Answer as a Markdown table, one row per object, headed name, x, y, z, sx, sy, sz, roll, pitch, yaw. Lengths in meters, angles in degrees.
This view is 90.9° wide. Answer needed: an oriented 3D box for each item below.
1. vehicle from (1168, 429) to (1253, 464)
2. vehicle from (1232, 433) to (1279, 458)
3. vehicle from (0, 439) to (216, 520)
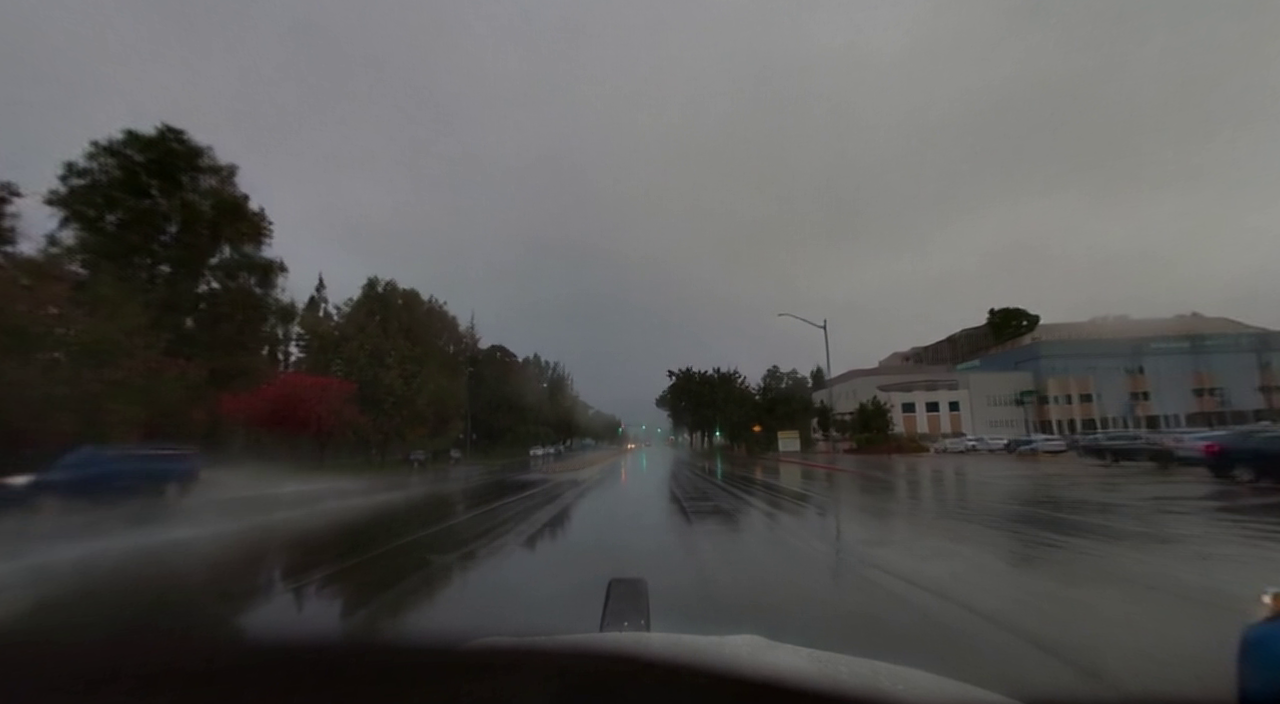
| name | x | y | z | sx | sy | sz | roll | pitch | yaw |
| --- | --- | --- | --- | --- | --- | --- | --- | --- | --- |
| vehicle | 29.987 | 4.970 | 33.074 | 5.036 | 1.698 | 2.031 | 6 | -10 | -35 |
| vehicle | 38.344 | 5.746 | 38.688 | 3.920 | 1.437 | 1.914 | 6 | -10 | -33 |
| vehicle | -15.475 | 3.511 | 18.232 | 2.209 | 1.931 | 5.813 | 0 | -8 | 2 |
